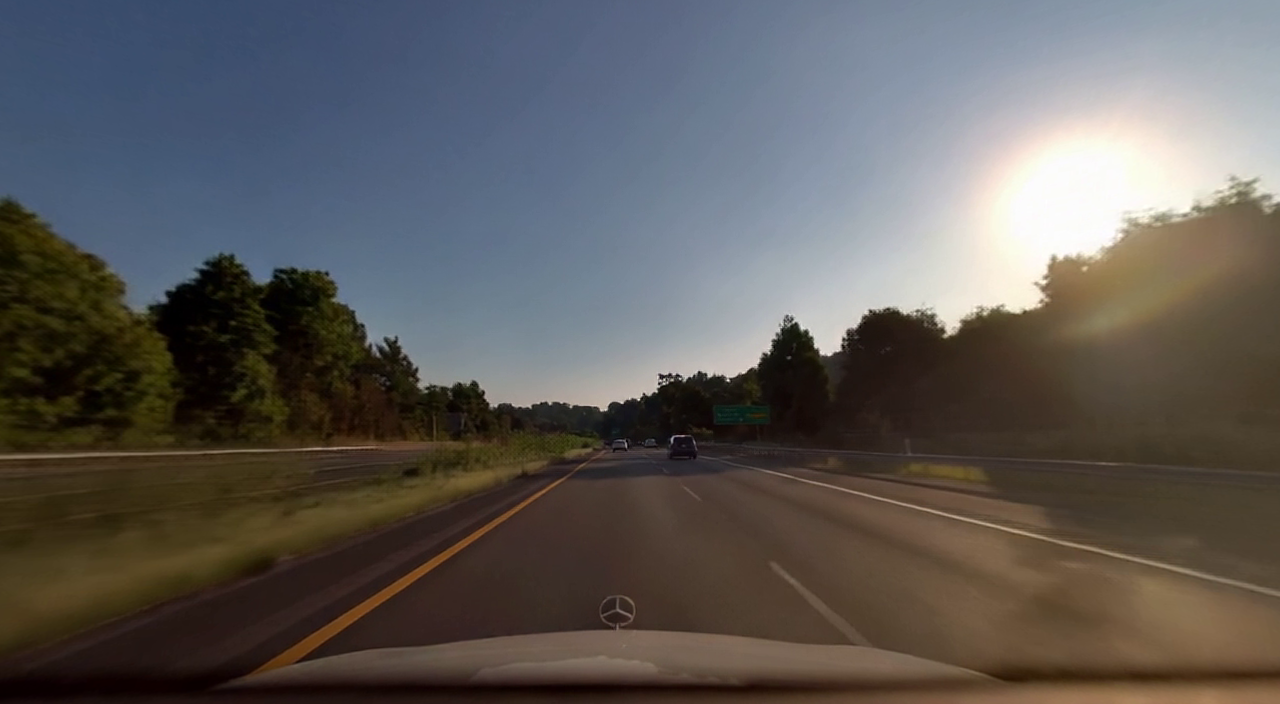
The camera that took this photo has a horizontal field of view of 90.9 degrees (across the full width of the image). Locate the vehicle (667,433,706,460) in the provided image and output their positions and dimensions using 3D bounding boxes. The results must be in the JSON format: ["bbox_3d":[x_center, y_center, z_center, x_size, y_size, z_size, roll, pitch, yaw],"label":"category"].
[{"bbox_3d":[2.974,6.172,41.358,2.085,1.681,4.436,0,-8,-2],"label":"vehicle"}]
